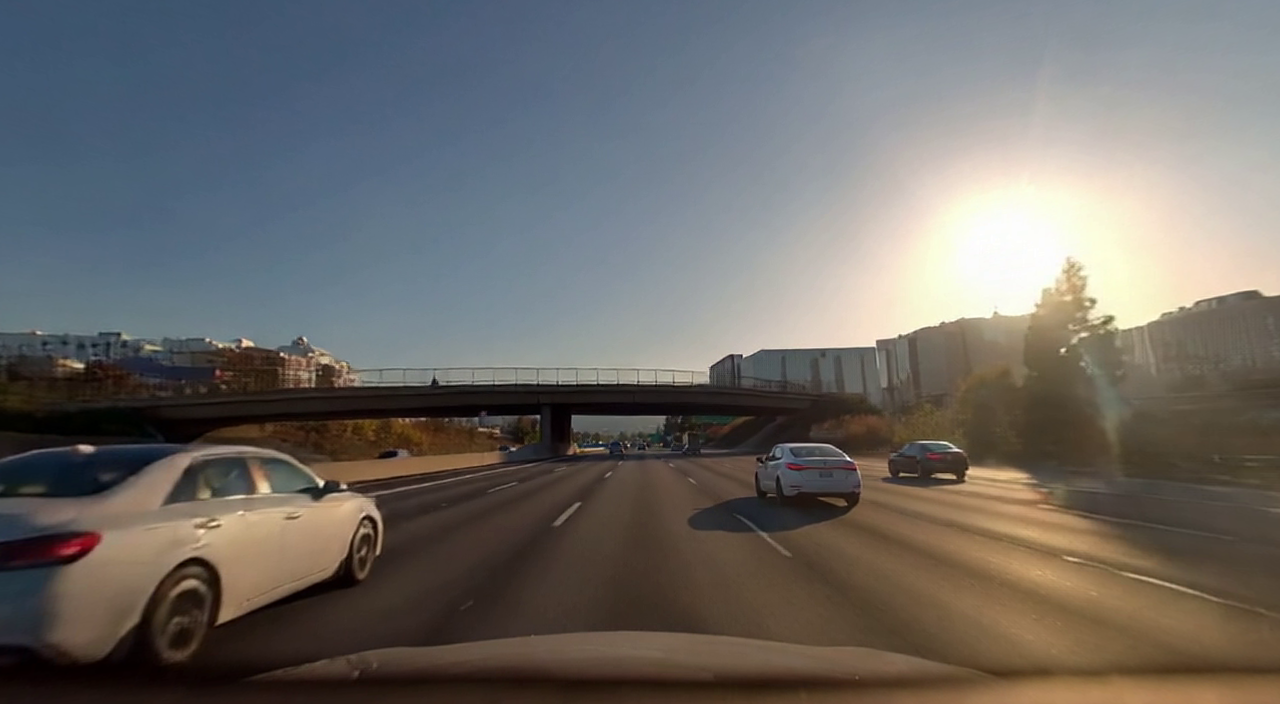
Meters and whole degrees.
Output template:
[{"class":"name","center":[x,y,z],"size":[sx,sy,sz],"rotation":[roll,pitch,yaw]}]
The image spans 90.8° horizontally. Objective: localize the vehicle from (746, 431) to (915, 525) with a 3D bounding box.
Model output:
[{"class":"vehicle","center":[3.463,2.365,12.409],"size":[1.961,1.504,4.094],"rotation":[0,-8,-1]}]

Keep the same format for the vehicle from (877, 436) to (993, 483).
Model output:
[{"class":"vehicle","center":[10.401,3.816,22.681],"size":[2.019,1.529,4.385],"rotation":[0,-8,-1]}]

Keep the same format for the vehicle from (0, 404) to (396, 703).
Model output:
[{"class":"vehicle","center":[-3.506,1.239,4.220],"size":[1.975,1.536,4.295],"rotation":[0,-8,1]}]
